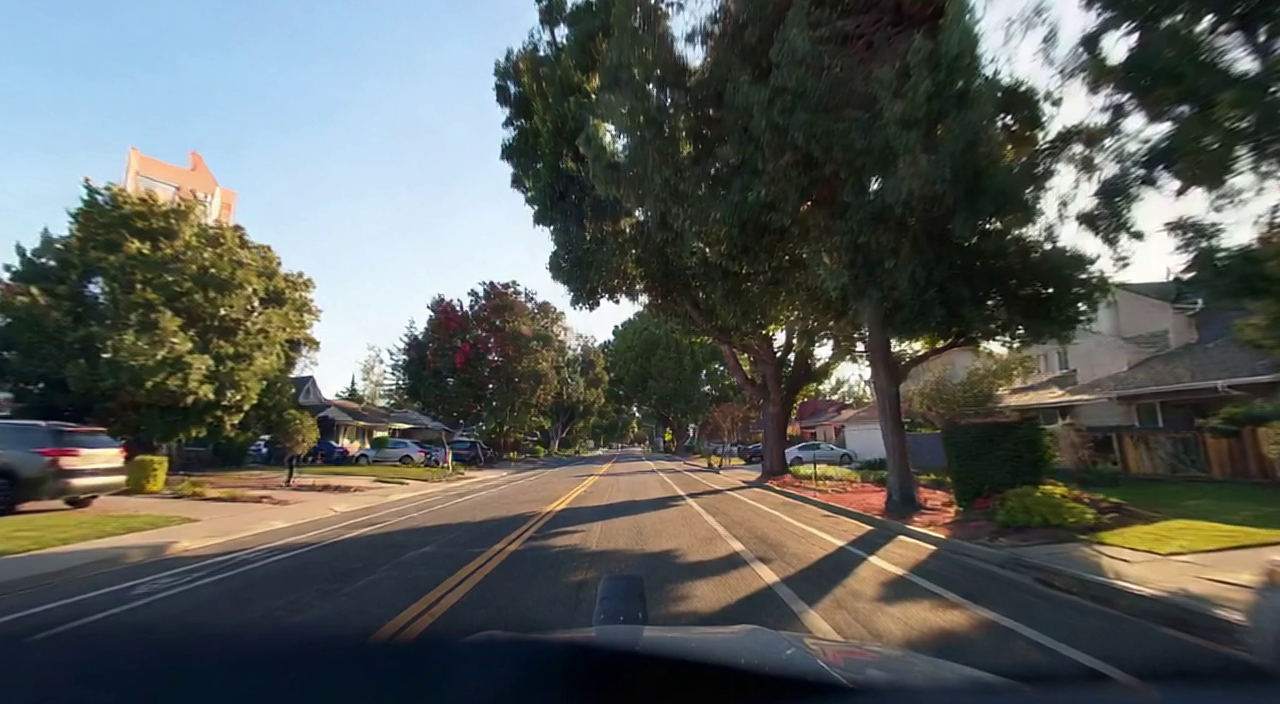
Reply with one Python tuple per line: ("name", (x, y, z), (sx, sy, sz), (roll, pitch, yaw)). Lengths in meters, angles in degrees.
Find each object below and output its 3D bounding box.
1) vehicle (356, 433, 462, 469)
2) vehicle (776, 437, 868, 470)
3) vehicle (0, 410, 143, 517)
("vehicle", (-12.576, 5.401, 34.576), (5.009, 1.880, 1.961), (-1, -8, 1))
("vehicle", (10.667, 5.952, 37.193), (4.751, 1.518, 1.885), (-4, -8, -1))
("vehicle", (-12.497, 2.030, 11.702), (4.722, 1.805, 2.043), (0, -9, -2))
